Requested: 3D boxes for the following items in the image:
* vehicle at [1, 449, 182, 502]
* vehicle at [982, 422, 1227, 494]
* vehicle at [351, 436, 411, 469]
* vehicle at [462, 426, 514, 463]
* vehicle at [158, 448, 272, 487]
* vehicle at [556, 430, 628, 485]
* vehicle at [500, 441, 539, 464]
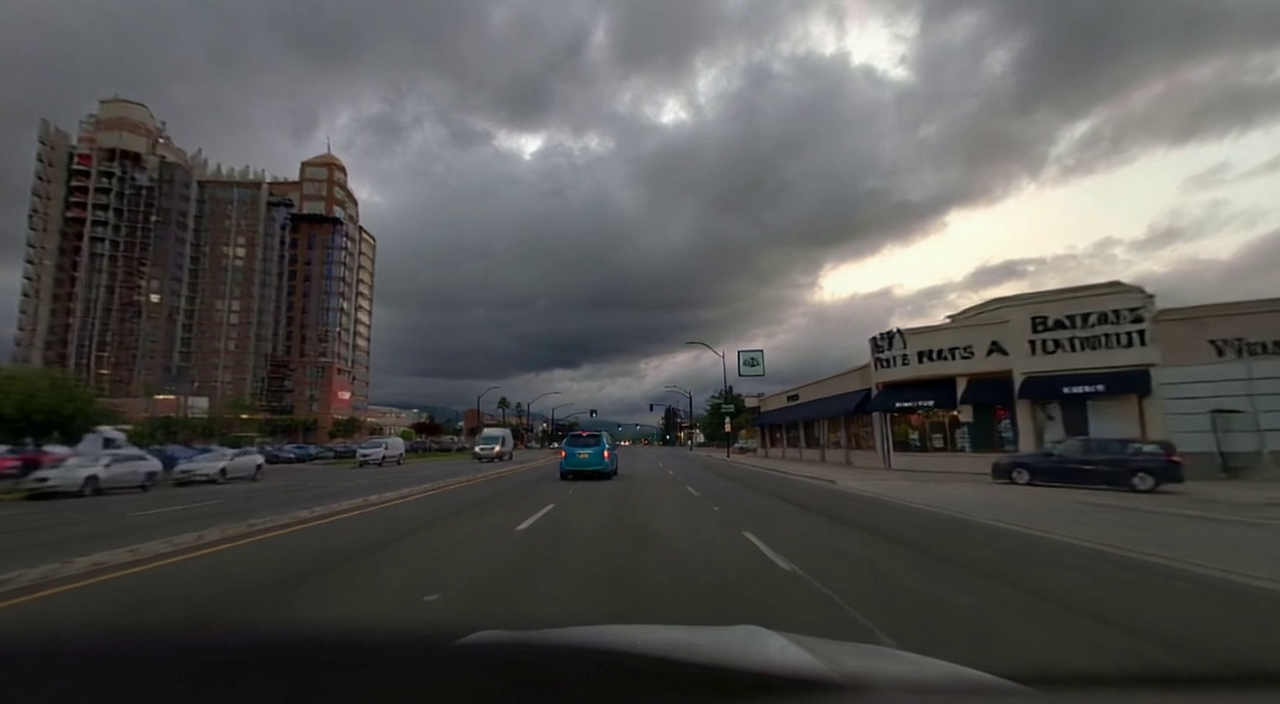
[{"bbox_3d":[-17.806,3.985,20.808,1.852,1.481,4.660,0,-8,-1],"label":"vehicle"},{"bbox_3d":[14.812,3.413,20.638,2.589,1.989,5.779,4,-9,-26],"label":"vehicle"},{"bbox_3d":[-17.954,6.955,43.863,2.112,2.138,4.888,0,-8,0],"label":"vehicle"},{"bbox_3d":[-11.755,7.236,49.101,2.556,2.673,5.915,0,-8,0],"label":"vehicle"},{"bbox_3d":[-17.797,4.821,26.649,1.840,1.508,4.376,0,-8,-1],"label":"vehicle"},{"bbox_3d":[-1.556,3.628,21.898,2.080,1.722,3.766,0,-8,2],"label":"vehicle"},{"bbox_3d":[-8.301,6.966,43.789,1.899,1.495,4.093,0,-8,0],"label":"vehicle"}]
